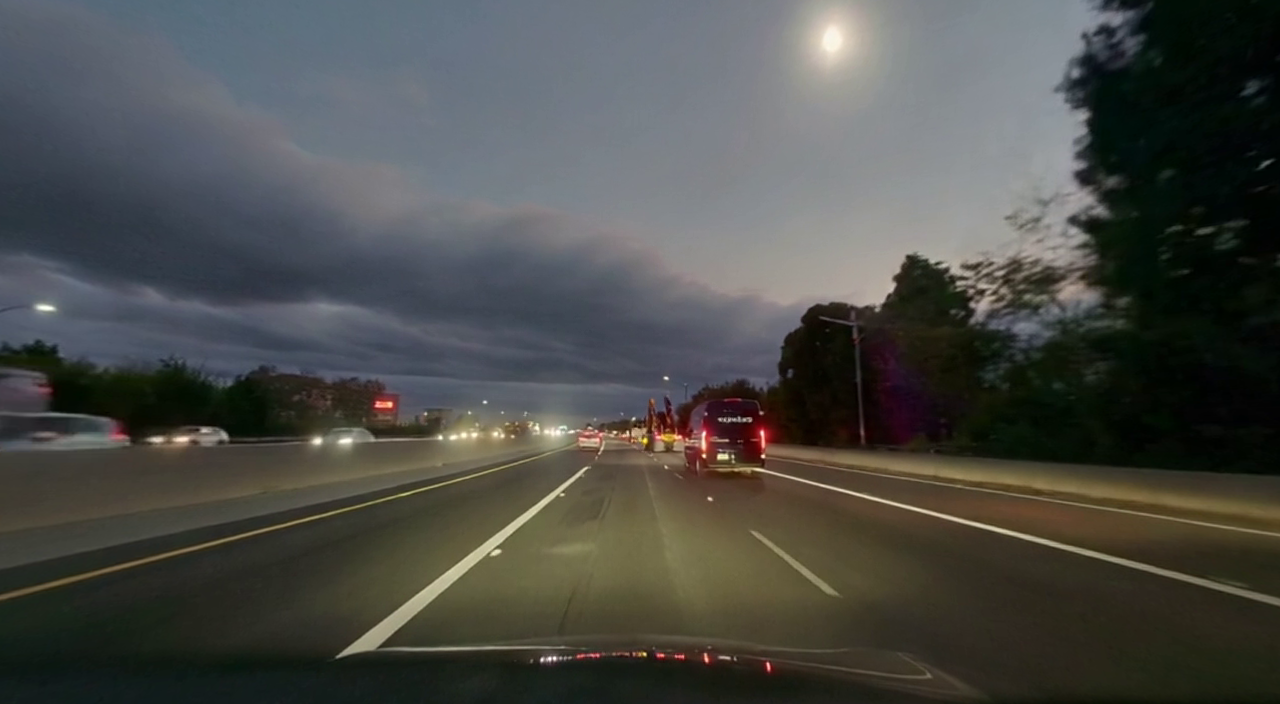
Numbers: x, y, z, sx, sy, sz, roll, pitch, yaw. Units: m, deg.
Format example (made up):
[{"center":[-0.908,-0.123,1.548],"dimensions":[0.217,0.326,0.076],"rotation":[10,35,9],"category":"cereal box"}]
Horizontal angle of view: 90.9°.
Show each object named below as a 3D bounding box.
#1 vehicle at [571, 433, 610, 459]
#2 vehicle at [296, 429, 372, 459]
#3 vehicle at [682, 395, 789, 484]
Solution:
[{"center":[-3.002,5.822,39.160],"dimensions":[2.217,1.502,4.222],"rotation":[0,-8,-1],"category":"vehicle"},{"center":[-16.455,4.942,34.141],"dimensions":[1.893,1.494,4.905],"rotation":[1,-8,-3],"category":"vehicle"},{"center":[2.932,2.906,21.011],"dimensions":[2.386,2.509,5.880],"rotation":[0,-8,-2],"category":"vehicle"}]
